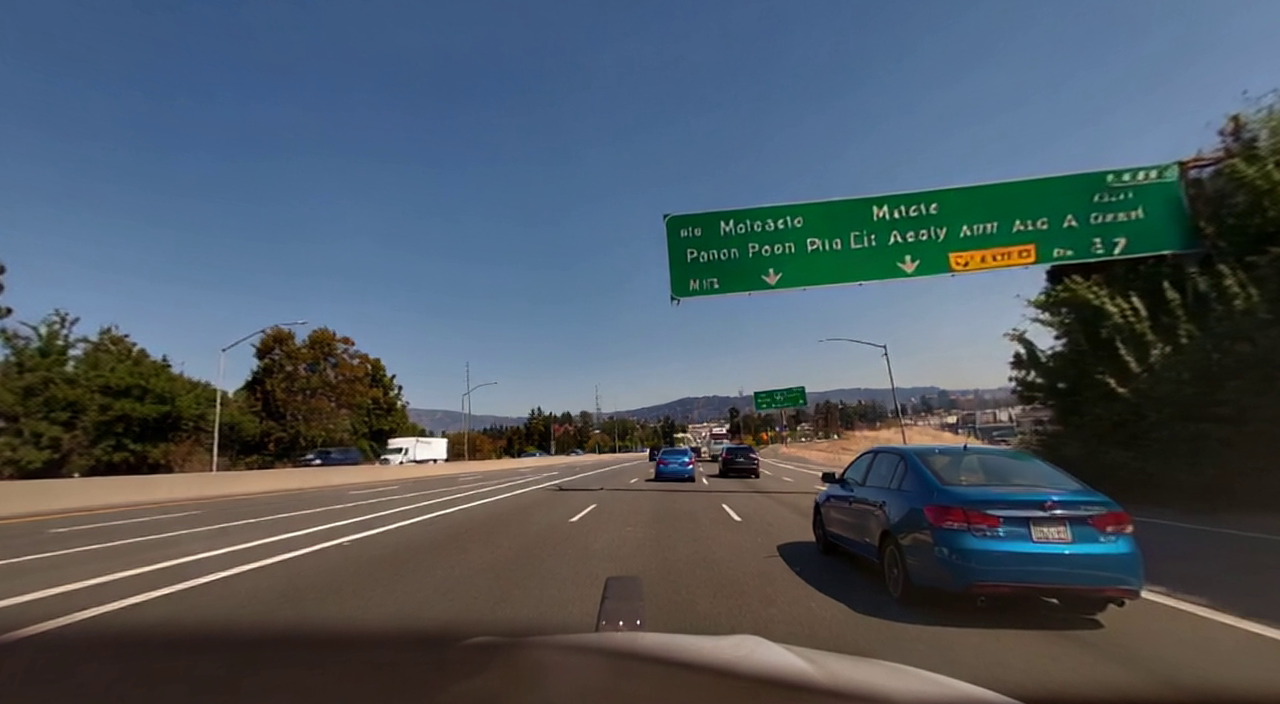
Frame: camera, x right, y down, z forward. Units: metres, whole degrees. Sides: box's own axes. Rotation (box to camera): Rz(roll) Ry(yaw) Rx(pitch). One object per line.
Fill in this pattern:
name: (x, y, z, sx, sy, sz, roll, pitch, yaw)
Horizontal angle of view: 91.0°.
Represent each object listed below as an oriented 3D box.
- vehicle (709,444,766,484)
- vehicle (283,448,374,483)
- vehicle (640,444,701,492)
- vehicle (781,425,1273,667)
vehicle: (4.338, 5.050, 28.638, 2.076, 1.684, 4.241, 0, -9, 3)
vehicle: (-18.246, 6.657, 37.233, 2.113, 1.862, 5.561, -1, -9, 5)
vehicle: (1.135, 4.275, 23.426, 2.074, 1.614, 3.803, -1, -9, 3)
vehicle: (2.922, 1.570, 6.265, 2.009, 1.489, 4.559, 0, -9, 0)
